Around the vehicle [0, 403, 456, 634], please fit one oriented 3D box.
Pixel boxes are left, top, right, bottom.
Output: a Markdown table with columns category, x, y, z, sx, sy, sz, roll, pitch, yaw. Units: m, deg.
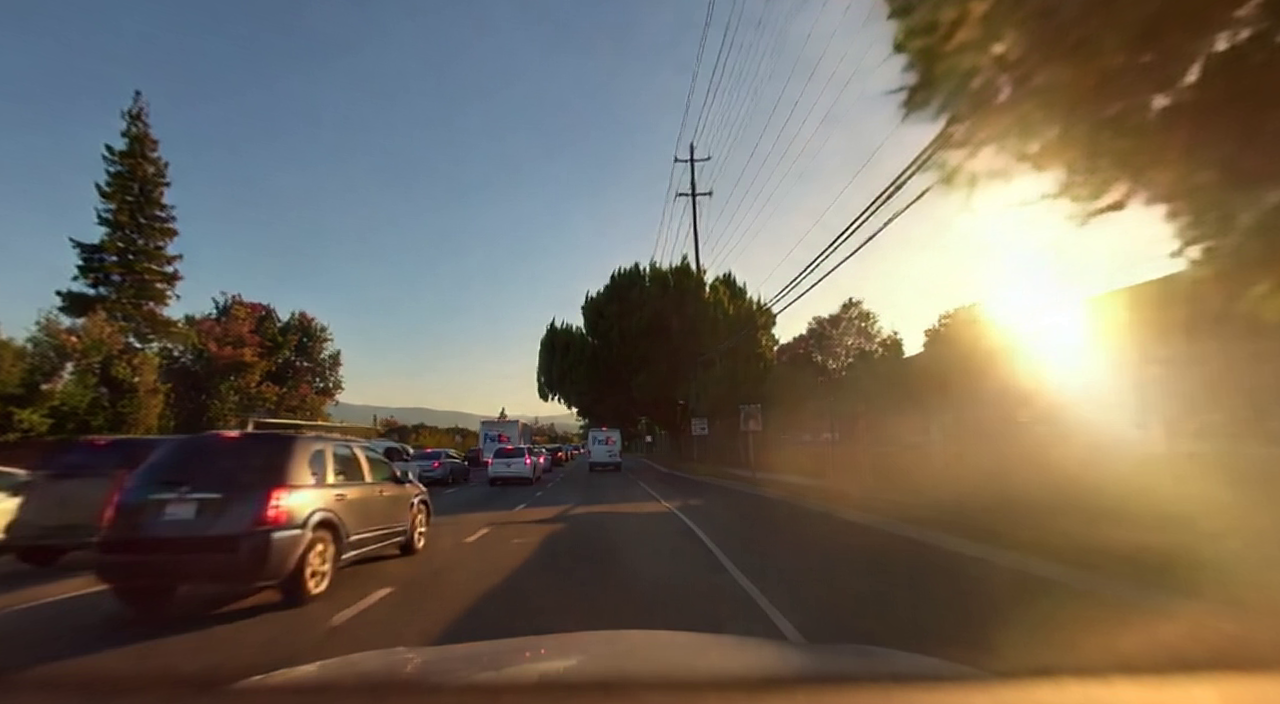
| category | x | y | z | sx | sy | sz | roll | pitch | yaw |
| --- | --- | --- | --- | --- | --- | --- | --- | --- | --- |
| vehicle | -3.941 | 1.581 | 7.069 | 2.388 | 1.692 | 4.684 | 0 | -8 | -1 |

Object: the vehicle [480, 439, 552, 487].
| category | x | y | z | sx | sy | sz | roll | pitch | yaw |
| --- | --- | --- | --- | --- | --- | --- | --- | --- | --- |
| vehicle | -4.751 | 4.320 | 24.865 | 2.057 | 1.673 | 4.934 | 0 | -8 | -2 |

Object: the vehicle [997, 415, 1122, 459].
| category | x | y | z | sx | sy | sz | roll | pitch | yaw |
| --- | --- | --- | --- | --- | --- | --- | --- | --- | --- |
| vehicle | 29.786 | 6.053 | 44.840 | 7.011 | 3.014 | 2.594 | 0 | -9 | -3 |

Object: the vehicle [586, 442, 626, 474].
| category | x | y | z | sx | sy | sz | roll | pitch | yaw |
| --- | --- | --- | --- | --- | --- | --- | --- | --- | --- |
| vehicle | -1.905 | 5.807 | 34.756 | 2.055 | 1.671 | 4.147 | 1 | -8 | -4 |

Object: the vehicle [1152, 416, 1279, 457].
| category | x | y | z | sx | sy | sz | roll | pitch | yaw |
| --- | --- | --- | --- | --- | --- | --- | --- | --- | --- |
| vehicle | 31.480 | 4.631 | 34.211 | 5.535 | 2.130 | 2.145 | 1 | -9 | -5 |
